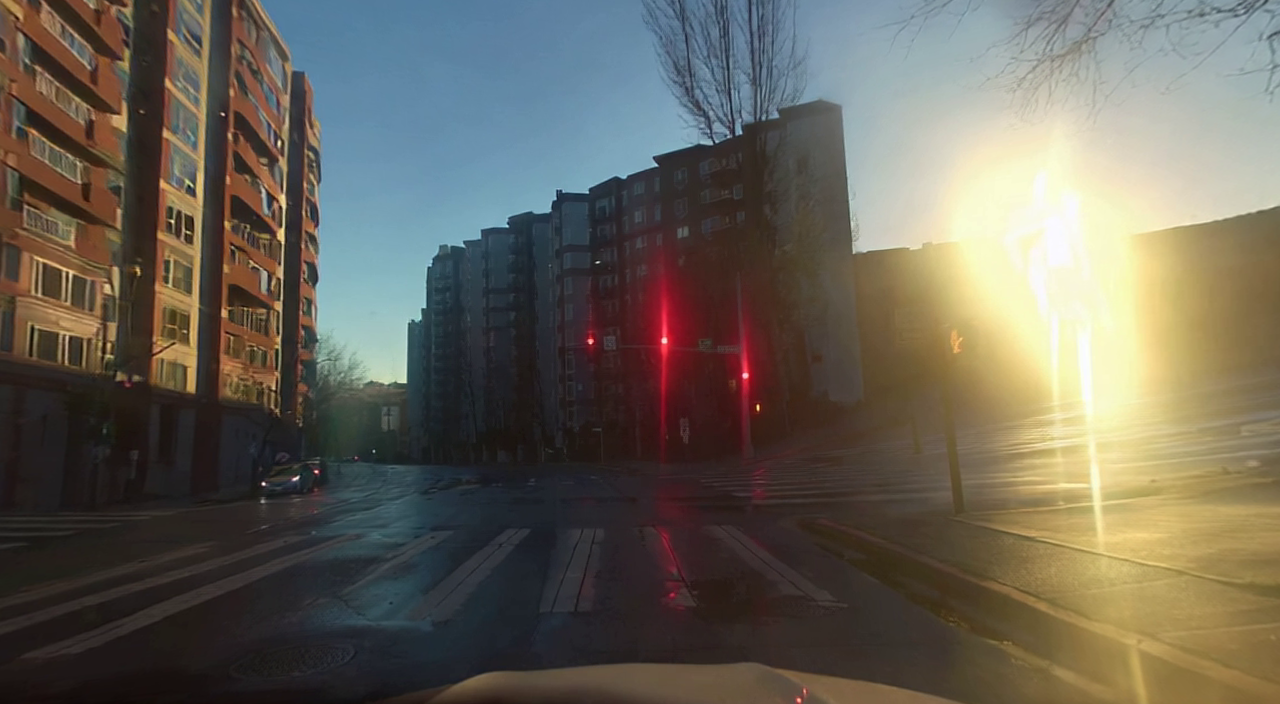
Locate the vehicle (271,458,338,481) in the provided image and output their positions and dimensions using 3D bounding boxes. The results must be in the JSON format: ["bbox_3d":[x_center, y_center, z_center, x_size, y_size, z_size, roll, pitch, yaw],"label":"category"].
[{"bbox_3d":[-24.612,8.659,46.312,3.882,1.600,1.768,0,-9,2],"label":"vehicle"}]
